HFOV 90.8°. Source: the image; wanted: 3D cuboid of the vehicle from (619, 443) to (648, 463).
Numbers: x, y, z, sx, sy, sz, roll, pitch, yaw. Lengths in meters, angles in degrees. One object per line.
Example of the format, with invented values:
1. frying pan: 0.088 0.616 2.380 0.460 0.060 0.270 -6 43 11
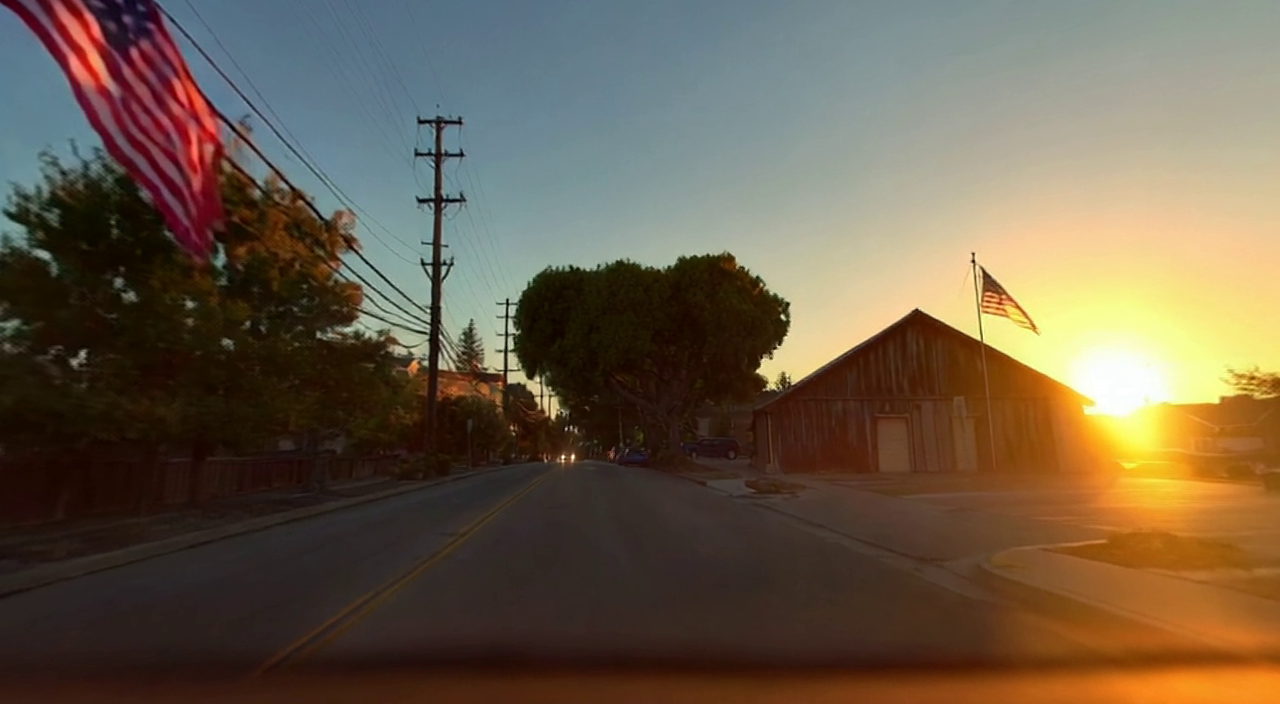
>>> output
1. vehicle: -0.530 7.774 48.976 1.941 1.460 4.206 1 -9 -5
